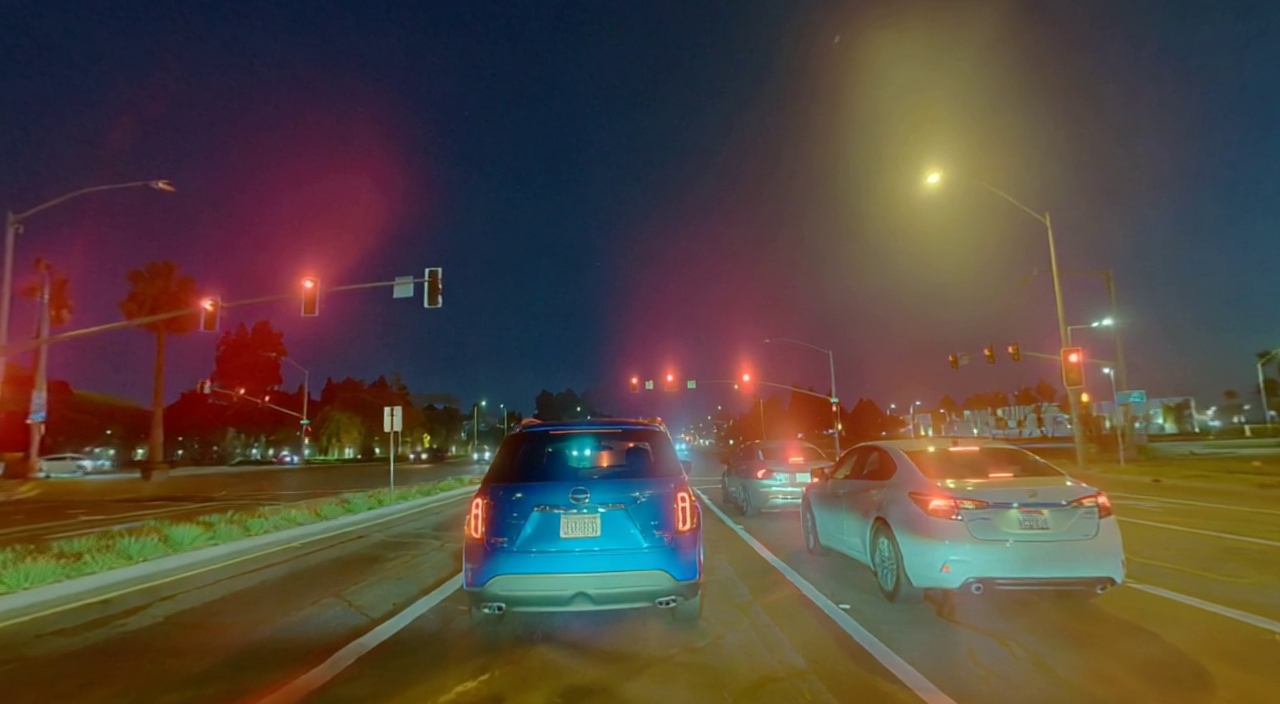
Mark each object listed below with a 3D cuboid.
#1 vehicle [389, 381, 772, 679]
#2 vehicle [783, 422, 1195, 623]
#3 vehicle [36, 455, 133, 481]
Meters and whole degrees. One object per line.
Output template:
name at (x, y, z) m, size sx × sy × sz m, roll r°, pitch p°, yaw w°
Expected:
vehicle at (-0.340, 1.316, 5.690) m, size 2.172 × 1.694 × 4.055 m, roll 0°, pitch -8°, yaw 0°
vehicle at (3.112, 1.607, 6.967) m, size 1.971 × 1.473 × 4.495 m, roll 0°, pitch -8°, yaw 0°
vehicle at (-41.656, 8.690, 47.144) m, size 5.347 × 1.785 × 2.123 m, roll 0°, pitch -8°, yaw 2°
